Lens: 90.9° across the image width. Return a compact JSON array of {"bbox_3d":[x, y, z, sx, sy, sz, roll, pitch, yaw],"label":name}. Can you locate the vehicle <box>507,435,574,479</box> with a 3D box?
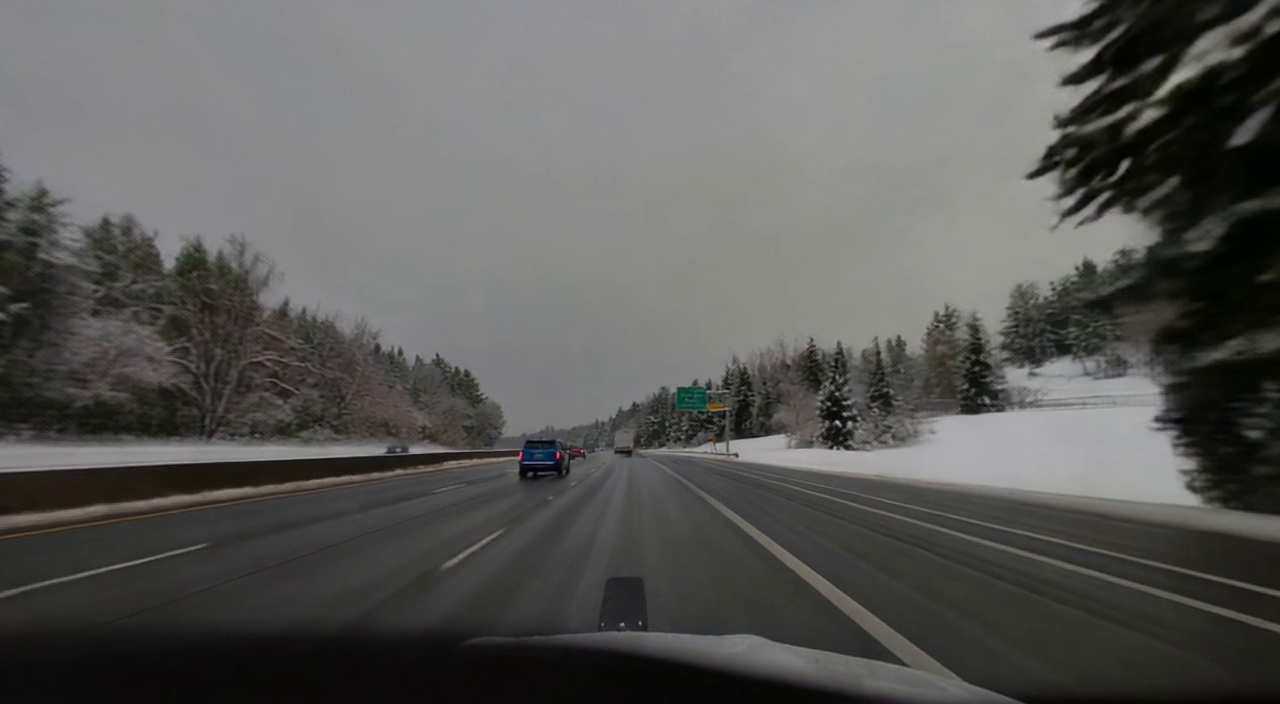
[{"bbox_3d":[-4.144,4.458,27.071,2.162,1.724,4.537,0,-8,-1],"label":"vehicle"}]
